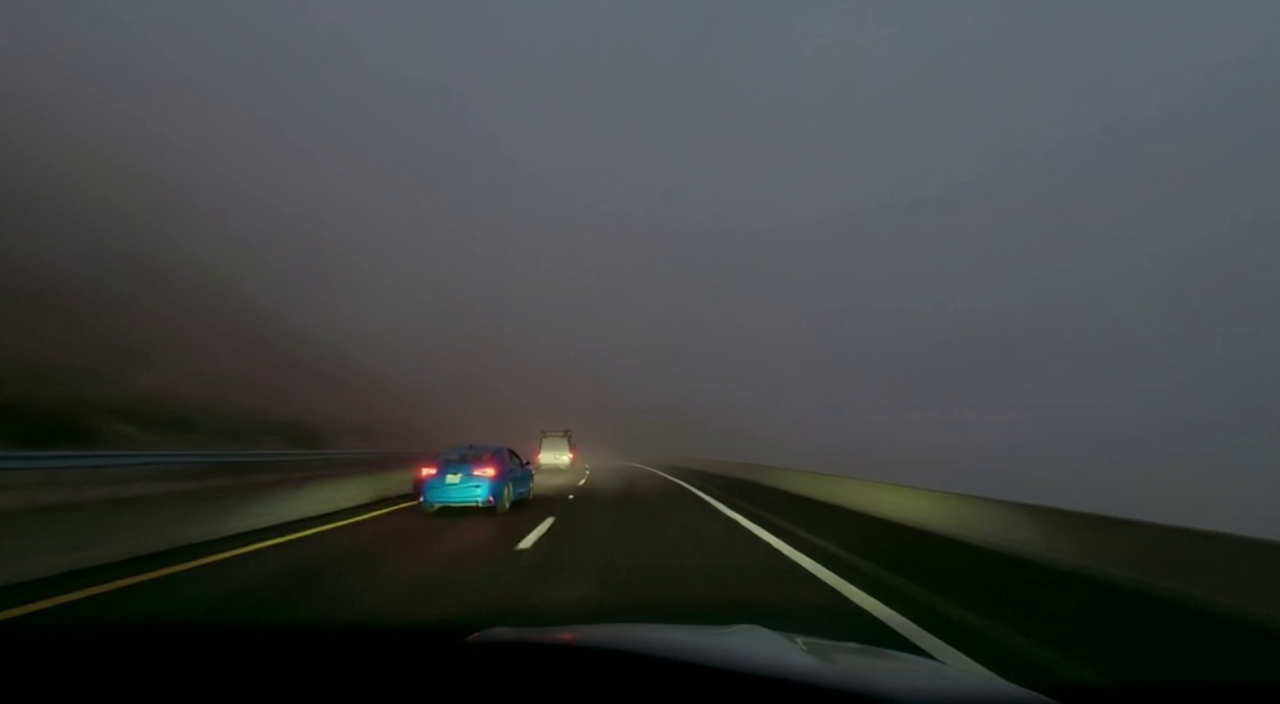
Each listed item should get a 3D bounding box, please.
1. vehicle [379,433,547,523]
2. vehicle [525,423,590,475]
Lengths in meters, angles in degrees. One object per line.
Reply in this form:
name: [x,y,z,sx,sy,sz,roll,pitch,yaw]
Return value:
vehicle: [-3.409,2.527,13.241,2.097,1.511,4.585,0,-8,1]
vehicle: [-3.790,4.594,30.039,2.444,2.204,5.568,1,-8,-1]
